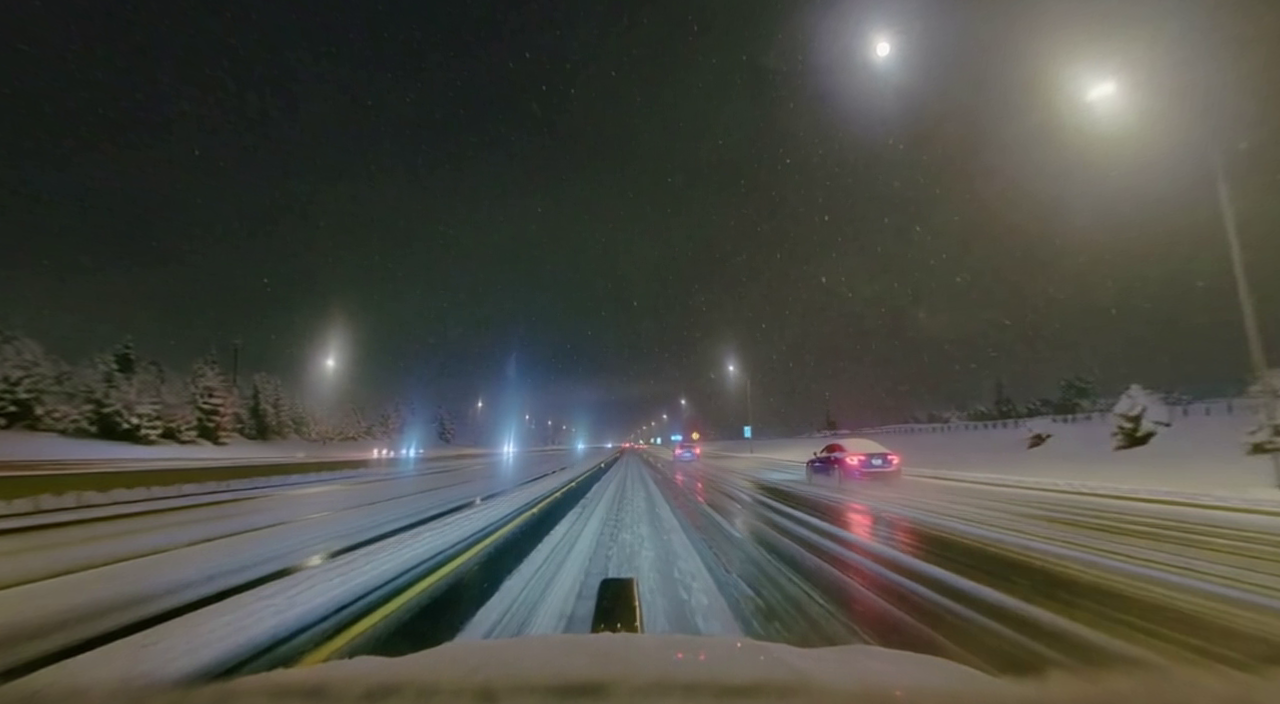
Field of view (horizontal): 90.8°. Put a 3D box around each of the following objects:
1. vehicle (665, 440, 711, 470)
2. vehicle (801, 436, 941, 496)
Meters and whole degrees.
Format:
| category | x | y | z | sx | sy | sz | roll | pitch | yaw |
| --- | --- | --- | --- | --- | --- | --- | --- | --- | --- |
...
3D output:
| category | x | y | z | sx | sy | sz | roll | pitch | yaw |
| --- | --- | --- | --- | --- | --- | --- | --- | --- | --- |
| vehicle | 2.657 | 5.841 | 36.120 | 2.270 | 1.615 | 3.770 | 0 | -8 | -1 |
| vehicle | 6.601 | 3.322 | 18.850 | 2.227 | 1.522 | 5.041 | 0 | -8 | -1 |
